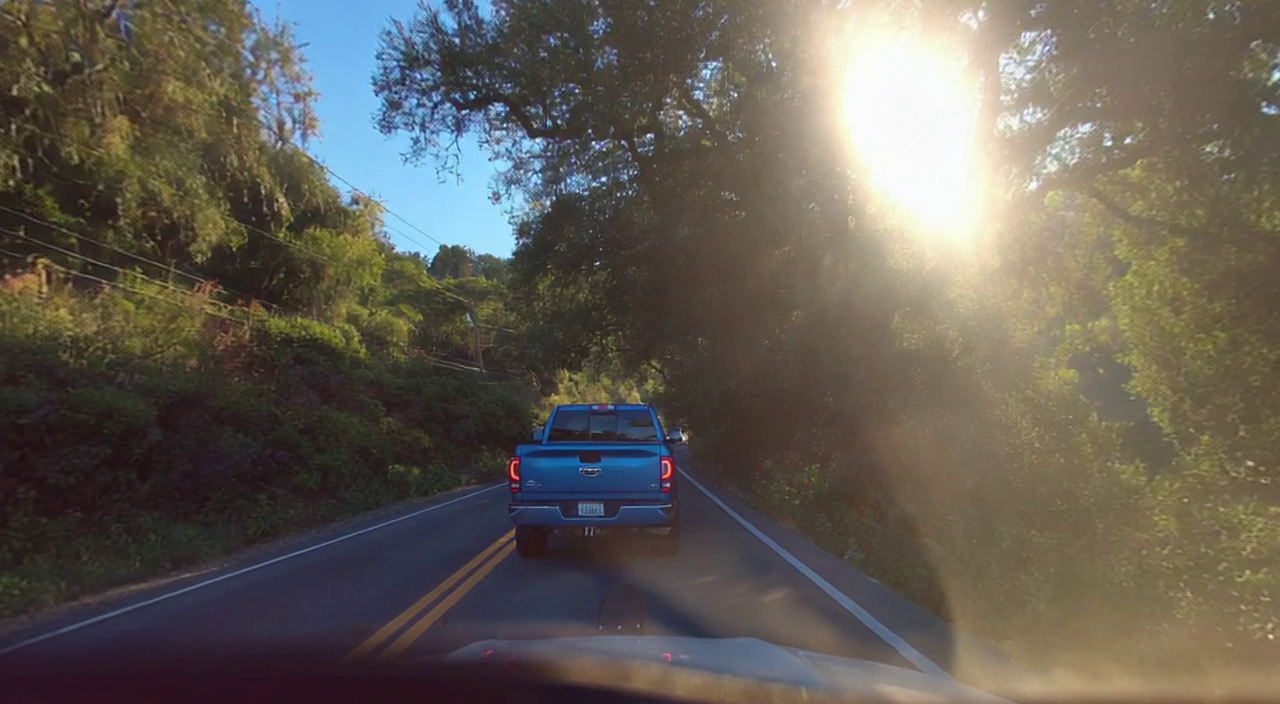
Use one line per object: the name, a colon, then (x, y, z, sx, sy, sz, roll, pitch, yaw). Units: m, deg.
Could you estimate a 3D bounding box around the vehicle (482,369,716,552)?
vehicle: (-0.531, 1.746, 10.709, 2.837, 2.223, 5.885, 0, -8, -1)
